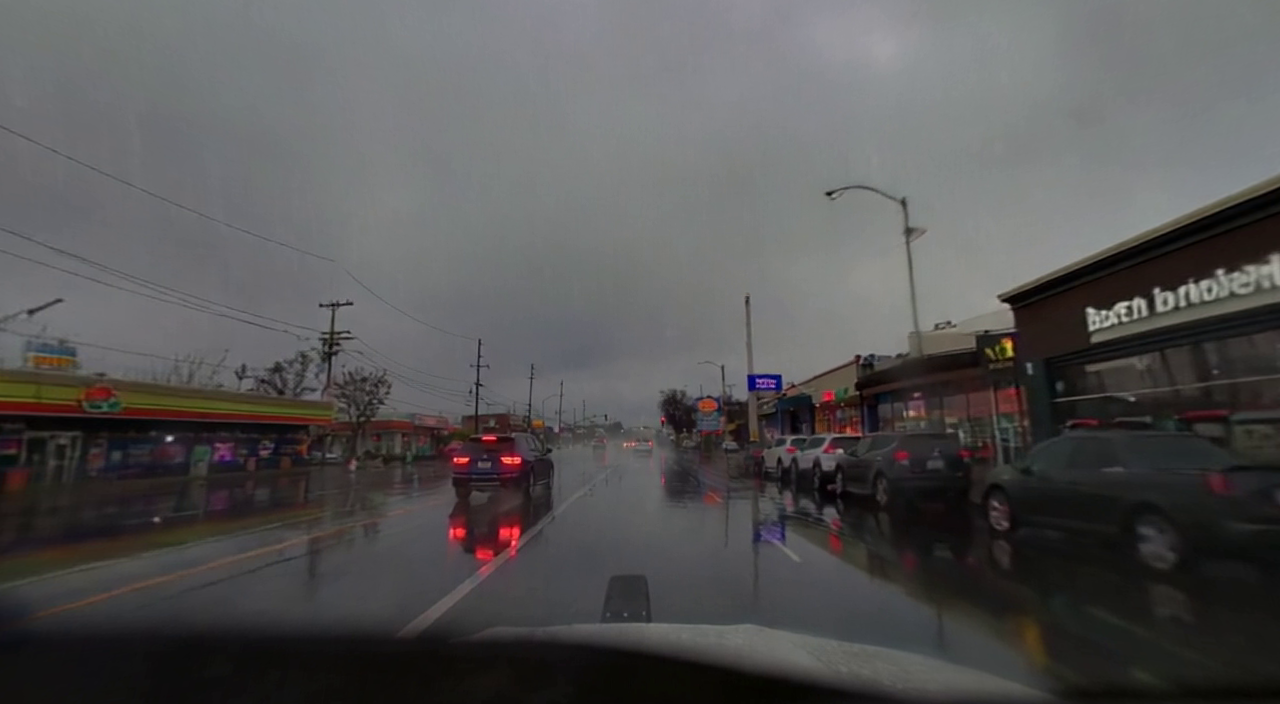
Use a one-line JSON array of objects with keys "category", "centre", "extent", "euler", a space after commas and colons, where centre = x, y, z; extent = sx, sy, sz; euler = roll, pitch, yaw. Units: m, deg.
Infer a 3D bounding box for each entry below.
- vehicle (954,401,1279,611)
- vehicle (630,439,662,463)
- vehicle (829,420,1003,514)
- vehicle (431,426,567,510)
[{"category": "vehicle", "centre": [6.462, 1.722, 8.094], "extent": [2.203, 1.797, 5.165], "euler": [0, -9, 0]}, {"category": "vehicle", "centre": [0.381, 6.662, 42.575], "extent": [2.037, 1.484, 4.073], "euler": [0, -9, 0]}, {"category": "vehicle", "centre": [6.397, 2.720, 15.395], "extent": [2.128, 1.900, 4.724], "euler": [0, -9, 0]}, {"category": "vehicle", "centre": [-3.058, 2.632, 14.755], "extent": [2.049, 1.646, 4.445], "euler": [0, -9, 1]}]
